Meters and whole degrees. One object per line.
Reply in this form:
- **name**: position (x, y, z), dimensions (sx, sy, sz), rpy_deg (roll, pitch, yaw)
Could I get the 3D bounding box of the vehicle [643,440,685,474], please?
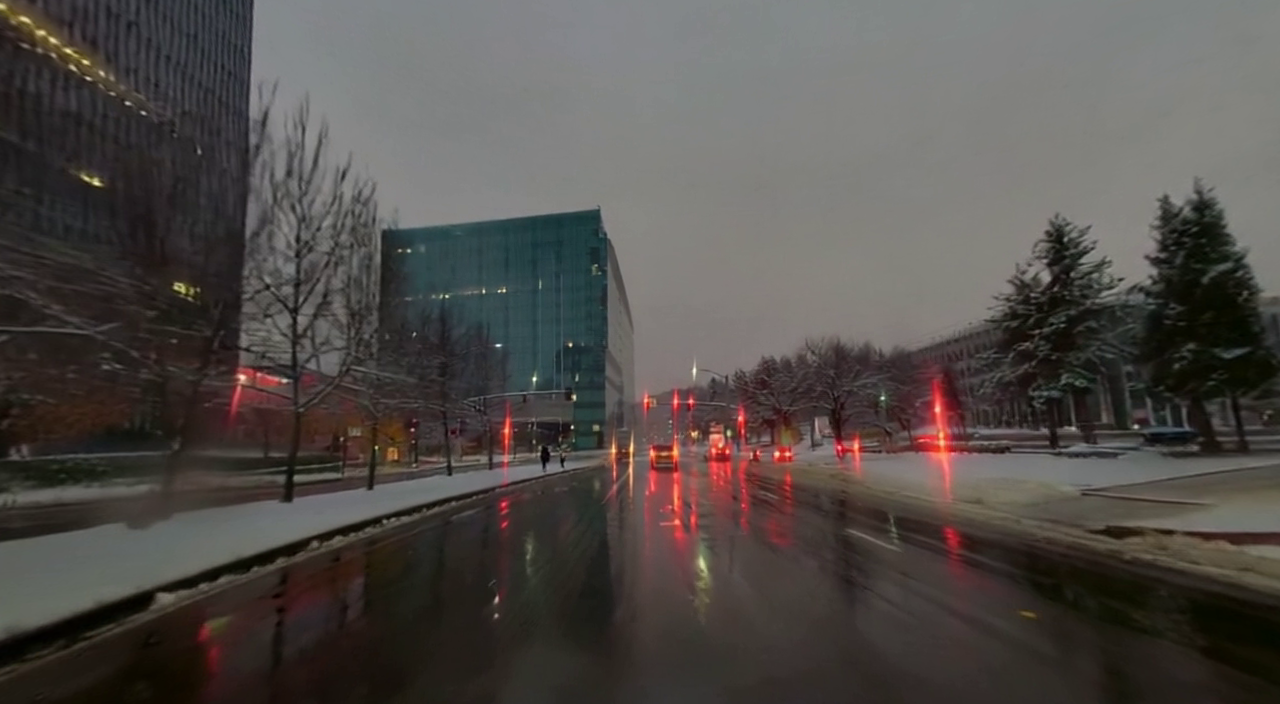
- **vehicle**: position (1.277, 5.561, 33.555), dimensions (2.092, 1.660, 4.319), rpy_deg (0, -9, 2)
